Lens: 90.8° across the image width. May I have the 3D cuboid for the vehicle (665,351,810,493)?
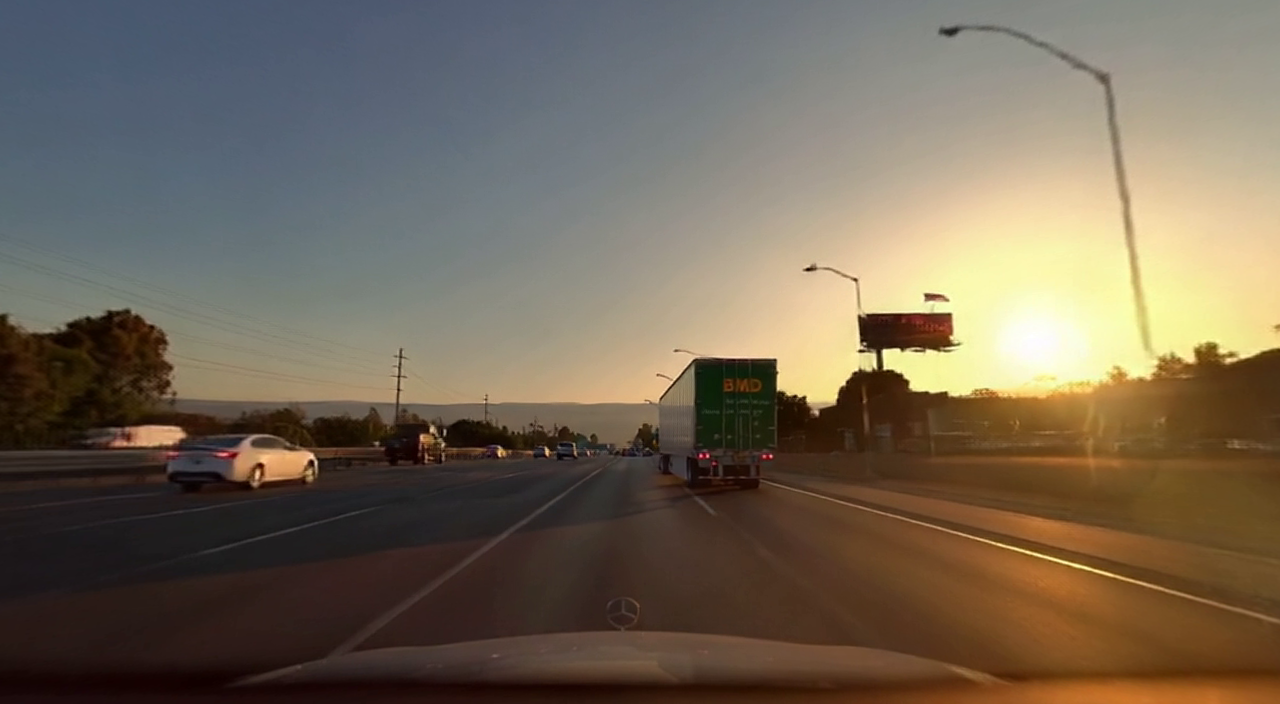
[{"bbox_3d":[3.006,3.015,25.113,2.891,3.944,15.051,0,-8,-2],"label":"vehicle"}]

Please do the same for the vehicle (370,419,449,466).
[{"bbox_3d":[-13.695,5.472,38.093,2.307,2.571,6.260,0,-8,1],"label":"vehicle"}]

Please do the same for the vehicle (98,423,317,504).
[{"bbox_3d":[-10.485,2.738,15.931,2.045,1.697,4.844,0,-8,0],"label":"vehicle"}]
